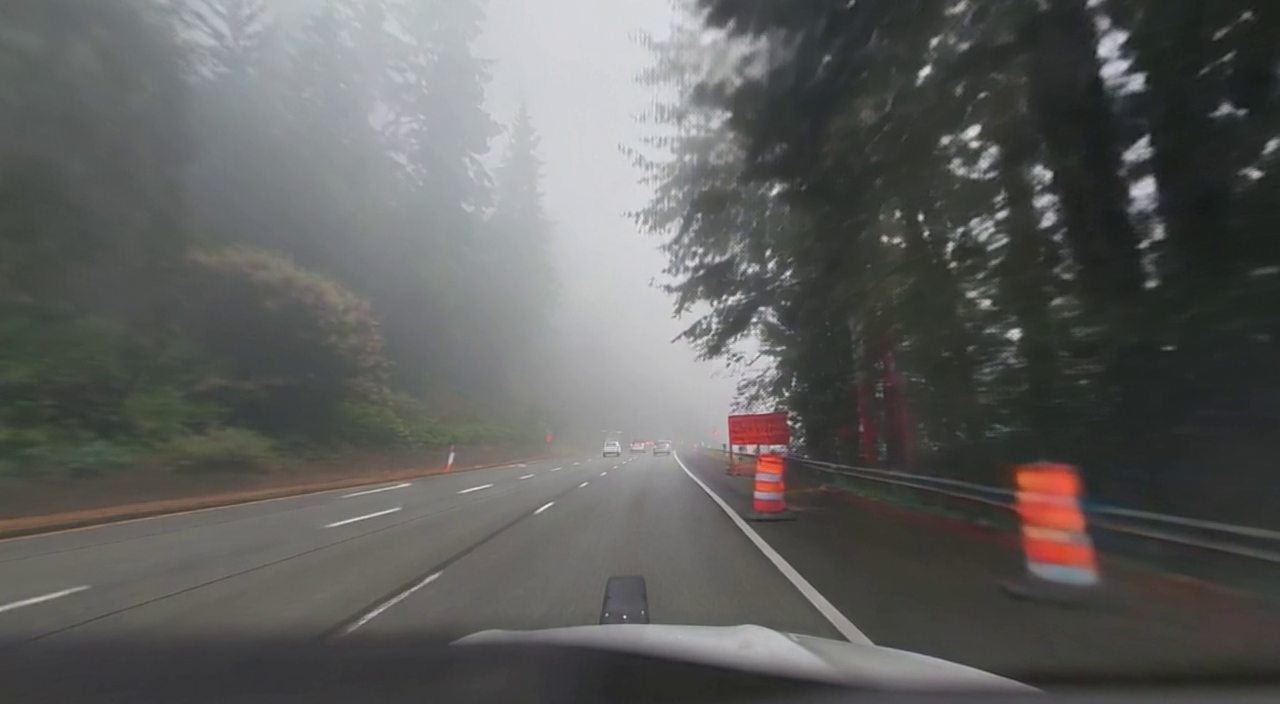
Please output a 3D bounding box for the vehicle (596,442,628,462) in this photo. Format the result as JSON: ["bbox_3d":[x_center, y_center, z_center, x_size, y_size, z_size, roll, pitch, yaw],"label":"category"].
[{"bbox_3d":[-2.100,7.661,48.510,2.118,1.475,4.263,-1,-8,2],"label":"vehicle"}]
